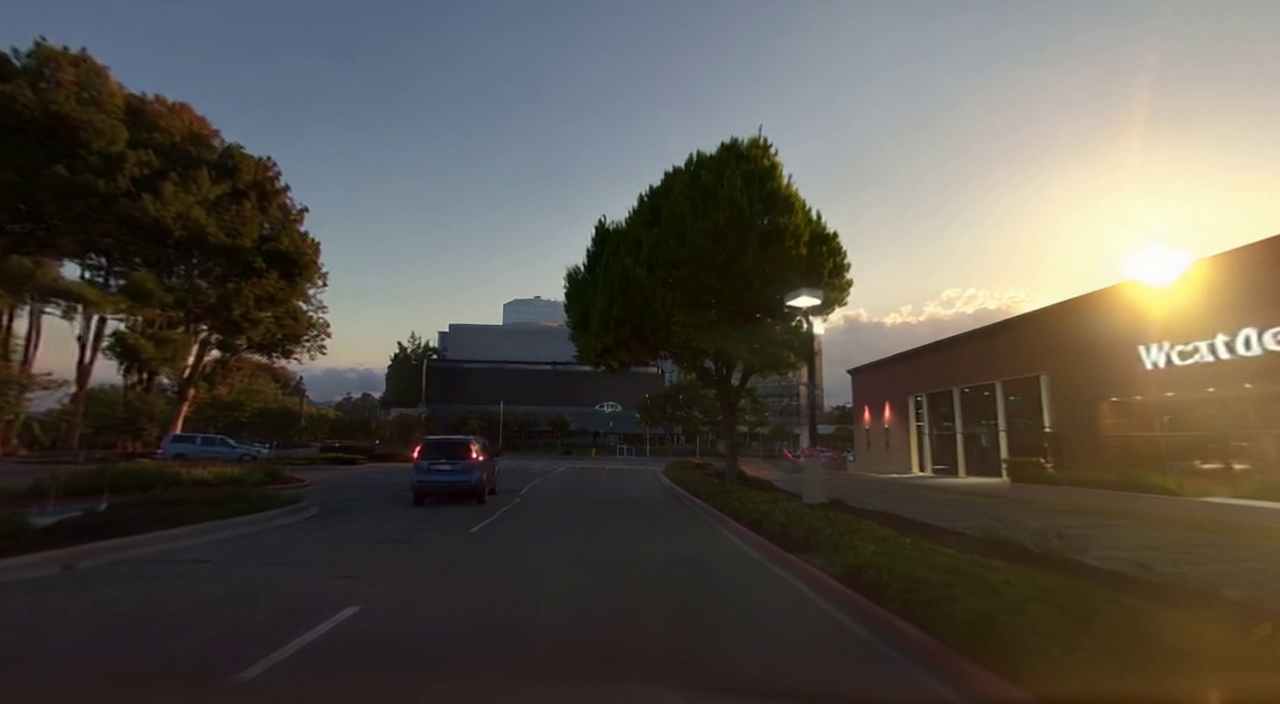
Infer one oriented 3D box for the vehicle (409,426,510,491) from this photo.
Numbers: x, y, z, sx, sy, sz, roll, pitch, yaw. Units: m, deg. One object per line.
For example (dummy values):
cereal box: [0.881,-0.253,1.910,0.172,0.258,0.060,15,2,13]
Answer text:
vehicle: [-5.528,3.329,20.047,2.180,1.806,4.541,1,-8,-5]
